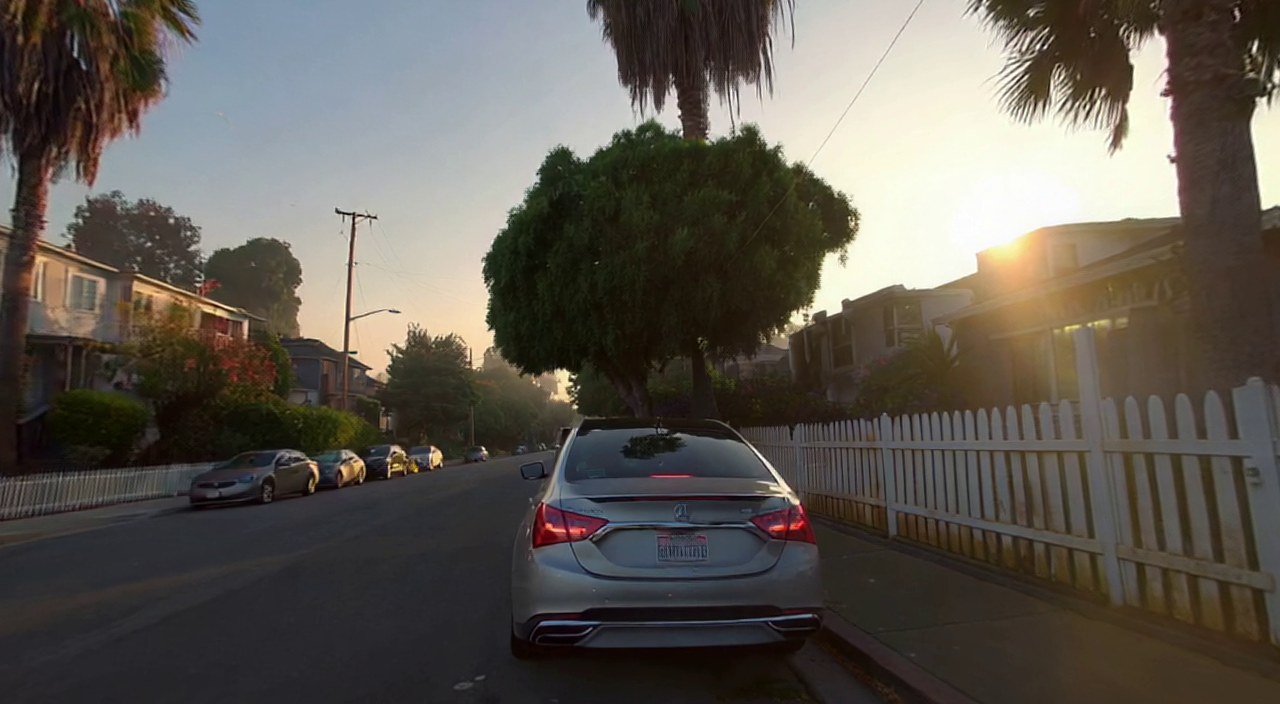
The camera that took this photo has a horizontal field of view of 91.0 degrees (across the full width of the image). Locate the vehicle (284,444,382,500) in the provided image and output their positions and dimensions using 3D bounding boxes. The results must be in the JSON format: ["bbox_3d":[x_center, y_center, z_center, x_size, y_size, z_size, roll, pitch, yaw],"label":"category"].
[{"bbox_3d":[-12.158,4.715,25.275,2.048,1.485,4.757,-4,-4,-7],"label":"vehicle"}]

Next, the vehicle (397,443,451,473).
[{"bbox_3d":[-13.169,6.466,38.694,2.060,1.689,4.999,1,-8,-7],"label":"vehicle"}]

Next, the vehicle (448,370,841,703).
[{"bbox_3d":[-0.134,1.219,4.994,1.894,1.695,3.795,1,-8,-5],"label":"vehicle"}]

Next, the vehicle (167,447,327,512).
[{"bbox_3d":[-11.394,3.660,18.789,2.017,1.627,5.039,1,-8,-7],"label":"vehicle"}]
